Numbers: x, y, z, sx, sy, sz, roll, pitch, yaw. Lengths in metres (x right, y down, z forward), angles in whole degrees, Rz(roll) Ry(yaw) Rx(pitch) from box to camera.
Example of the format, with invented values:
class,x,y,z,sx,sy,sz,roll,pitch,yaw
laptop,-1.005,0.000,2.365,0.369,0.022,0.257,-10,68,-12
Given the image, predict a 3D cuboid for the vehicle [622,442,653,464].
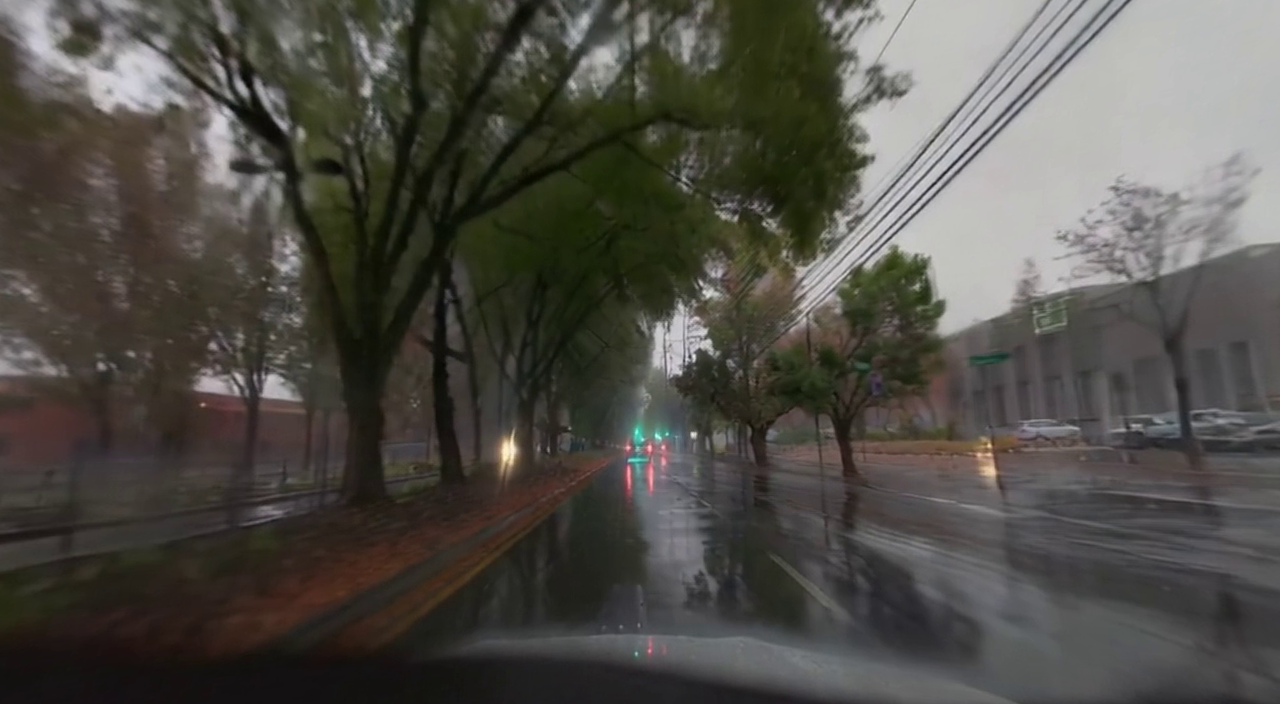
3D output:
class,x,y,z,sx,sy,sz,roll,pitch,yaw
vehicle,-0.200,7.141,44.743,2.109,1.501,4.042,0,-9,-1
